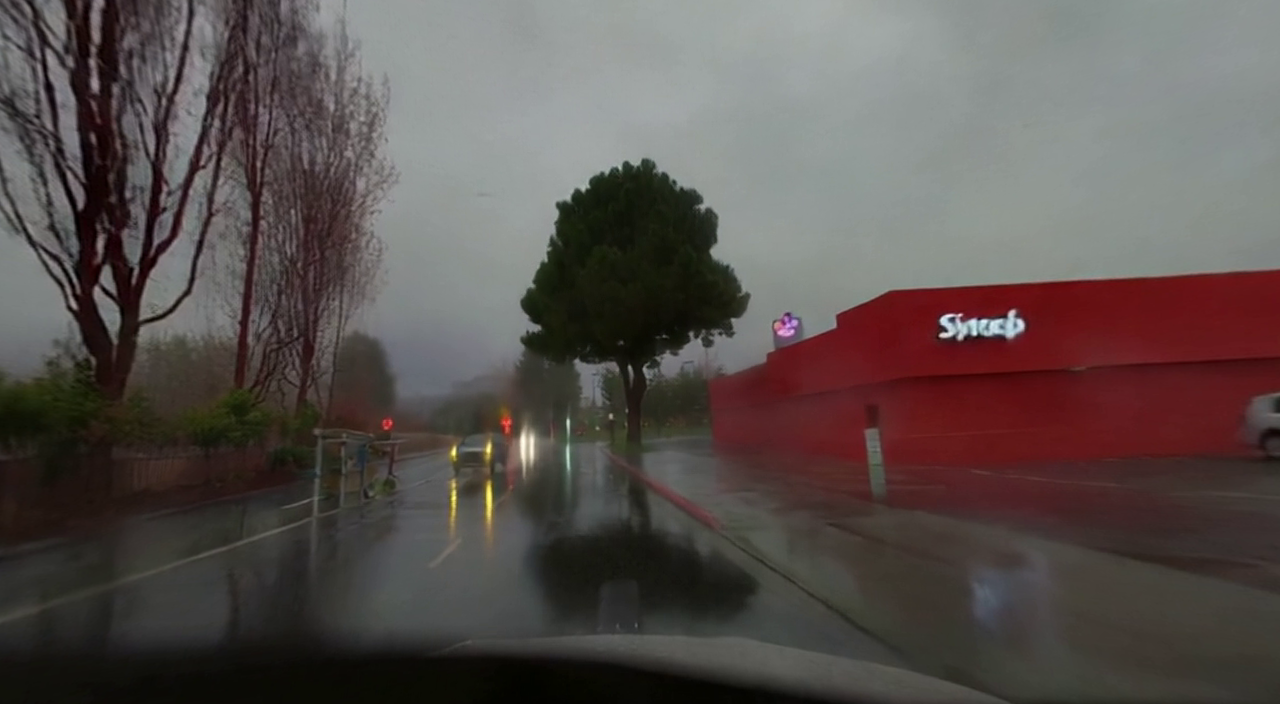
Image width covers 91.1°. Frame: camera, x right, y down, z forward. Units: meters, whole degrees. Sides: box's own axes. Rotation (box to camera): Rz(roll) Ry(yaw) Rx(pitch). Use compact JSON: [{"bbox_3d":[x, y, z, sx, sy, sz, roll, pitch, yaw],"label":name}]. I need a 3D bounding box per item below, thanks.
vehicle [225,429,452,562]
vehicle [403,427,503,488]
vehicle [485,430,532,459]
[{"bbox_3d":[-4.216,1.986,9.614,1.768,1.539,4.147,1,-8,-6],"label":"vehicle"},{"bbox_3d":[-5.071,2.886,17.646,1.853,1.478,4.381,0,-8,-5],"label":"vehicle"},{"bbox_3d":[-7.021,4.985,33.997,1.962,1.424,4.289,0,-8,-5],"label":"vehicle"}]
